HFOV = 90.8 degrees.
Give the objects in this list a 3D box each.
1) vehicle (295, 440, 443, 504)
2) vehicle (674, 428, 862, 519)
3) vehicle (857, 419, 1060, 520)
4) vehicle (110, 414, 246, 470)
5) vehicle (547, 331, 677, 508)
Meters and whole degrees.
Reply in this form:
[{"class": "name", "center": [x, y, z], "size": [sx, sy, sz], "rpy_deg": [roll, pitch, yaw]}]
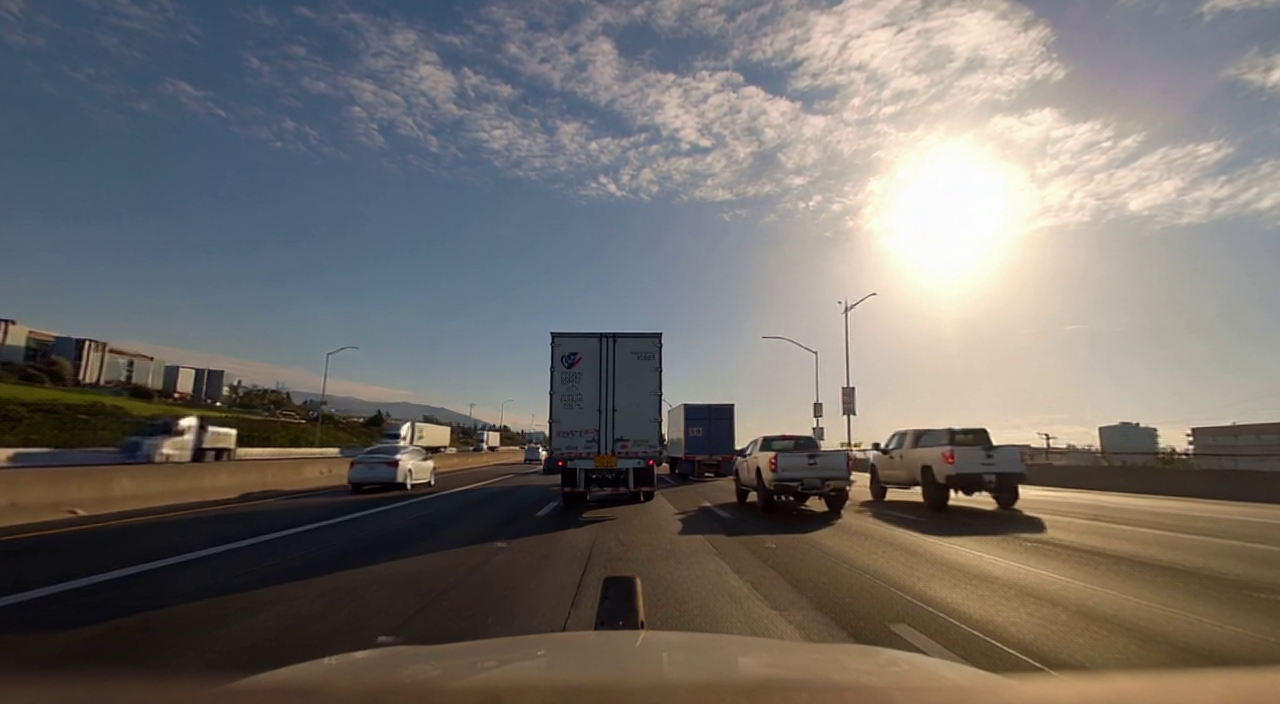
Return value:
[{"class": "vehicle", "center": [-7.142, 3.194, 17.308], "size": [1.973, 1.471, 4.779], "rpy_deg": [0, -9, 0]}, {"class": "vehicle", "center": [3.180, 3.759, 21.115], "size": [2.869, 1.940, 14.755], "rpy_deg": [0, -9, -2]}, {"class": "vehicle", "center": [6.885, 2.590, 14.388], "size": [2.070, 1.888, 4.546], "rpy_deg": [0, -9, -2]}, {"class": "vehicle", "center": [-23.701, 4.710, 32.851], "size": [2.694, 2.597, 5.906], "rpy_deg": [0, -9, -2]}, {"class": "vehicle", "center": [-0.668, 2.312, 19.795], "size": [2.906, 4.040, 10.743], "rpy_deg": [0, -9, 0]}]
